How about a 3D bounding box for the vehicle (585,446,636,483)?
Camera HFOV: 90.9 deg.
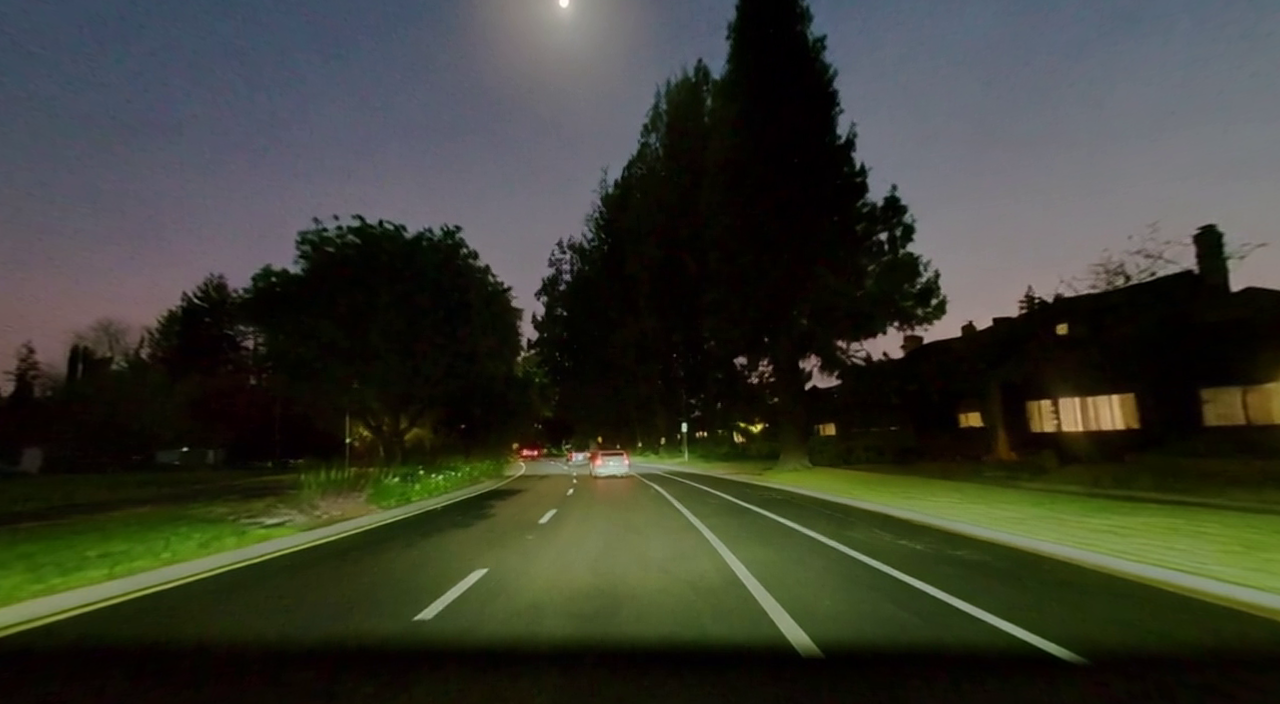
[{"bbox_3d":[-1.370,4.888,27.764,2.009,1.456,4.003,1,-8,-6],"label":"vehicle"}]
